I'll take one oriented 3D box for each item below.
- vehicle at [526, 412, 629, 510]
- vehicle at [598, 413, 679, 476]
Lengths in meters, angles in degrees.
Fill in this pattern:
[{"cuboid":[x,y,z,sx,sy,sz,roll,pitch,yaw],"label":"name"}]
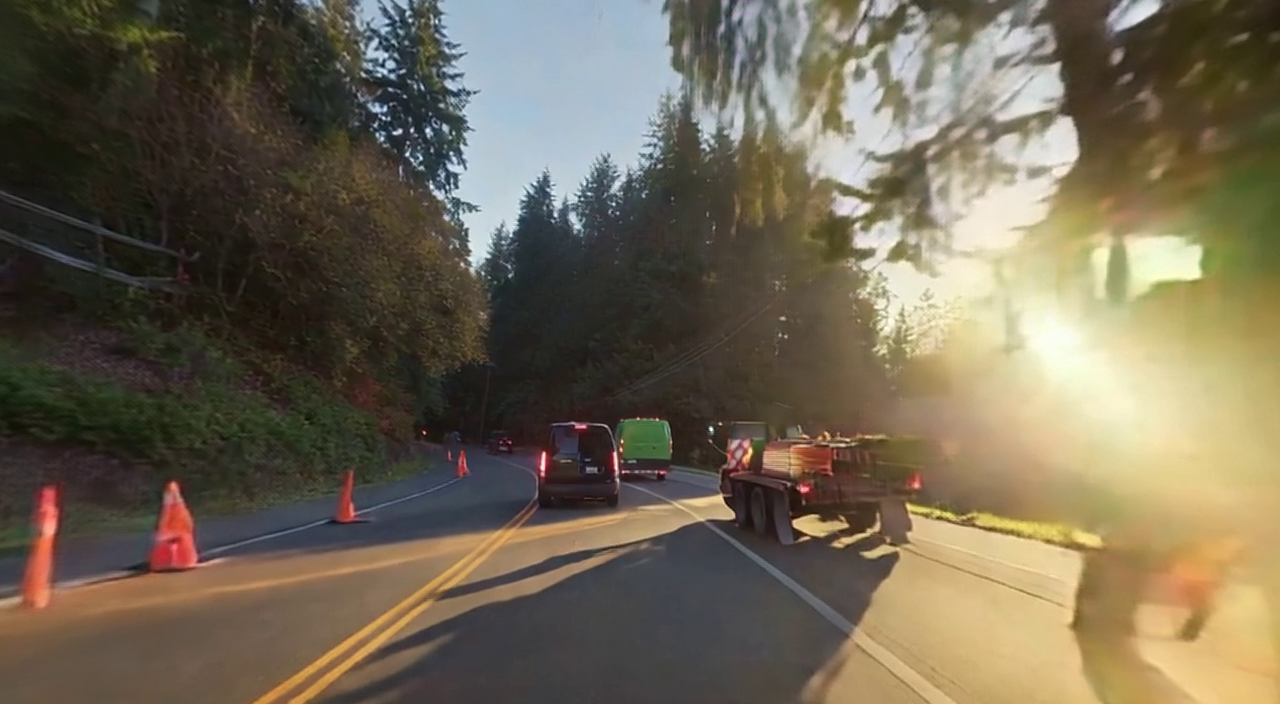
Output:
[{"cuboid":[-1.660,2.881,17.089,2.362,2.223,4.892,1,-9,-5],"label":"vehicle"},{"cuboid":[-0.342,5.449,37.694,3.126,3.310,8.534,1,-8,-12],"label":"vehicle"}]
